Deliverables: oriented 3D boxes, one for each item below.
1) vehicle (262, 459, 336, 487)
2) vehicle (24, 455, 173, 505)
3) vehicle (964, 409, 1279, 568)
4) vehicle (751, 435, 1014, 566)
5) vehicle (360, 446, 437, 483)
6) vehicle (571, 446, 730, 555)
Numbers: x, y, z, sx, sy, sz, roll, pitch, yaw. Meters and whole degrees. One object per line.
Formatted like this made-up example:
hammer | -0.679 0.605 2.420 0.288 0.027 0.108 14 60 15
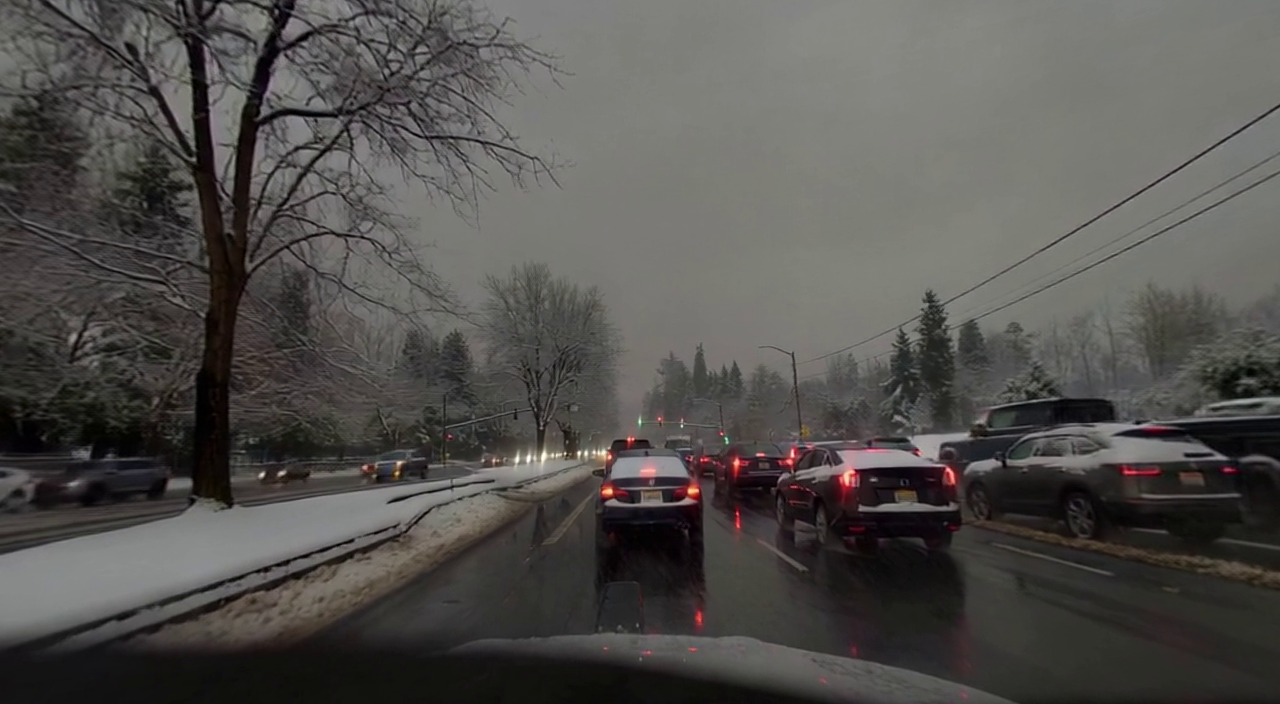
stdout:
vehicle | -18.512 6.563 34.481 1.798 1.333 3.944 0 -9 0
vehicle | -22.257 5.235 26.292 2.034 1.798 4.734 0 -9 -1
vehicle | 6.904 1.827 9.169 1.987 1.730 4.373 0 -9 -1
vehicle | 3.178 2.051 9.650 1.970 1.445 4.974 0 -9 -1
vehicle | -11.739 5.480 31.112 1.980 1.675 4.581 0 -9 0
vehicle | 0.084 2.175 10.010 1.990 1.347 4.067 0 -9 -1
